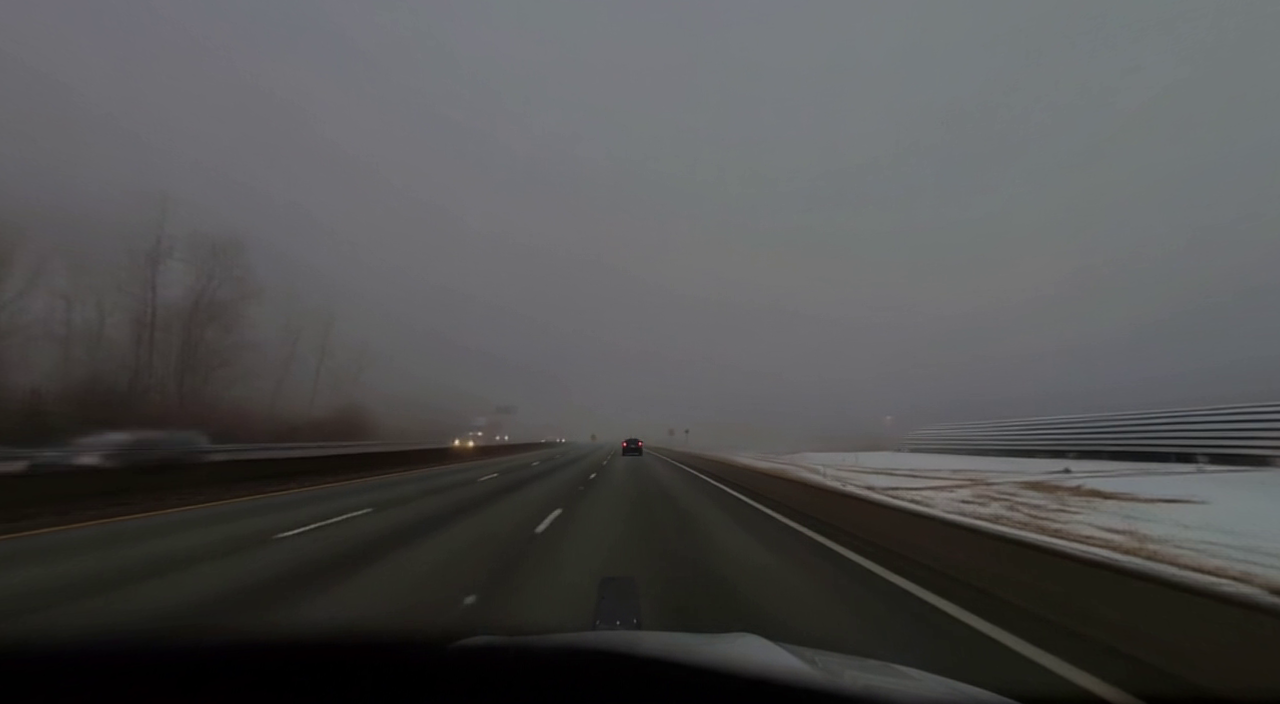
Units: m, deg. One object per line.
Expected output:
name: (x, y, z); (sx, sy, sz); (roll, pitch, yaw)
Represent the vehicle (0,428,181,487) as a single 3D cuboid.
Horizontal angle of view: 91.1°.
vehicle: (-15.256, 2.881, 17.551); (1.749, 1.446, 4.162); (0, -8, 0)
